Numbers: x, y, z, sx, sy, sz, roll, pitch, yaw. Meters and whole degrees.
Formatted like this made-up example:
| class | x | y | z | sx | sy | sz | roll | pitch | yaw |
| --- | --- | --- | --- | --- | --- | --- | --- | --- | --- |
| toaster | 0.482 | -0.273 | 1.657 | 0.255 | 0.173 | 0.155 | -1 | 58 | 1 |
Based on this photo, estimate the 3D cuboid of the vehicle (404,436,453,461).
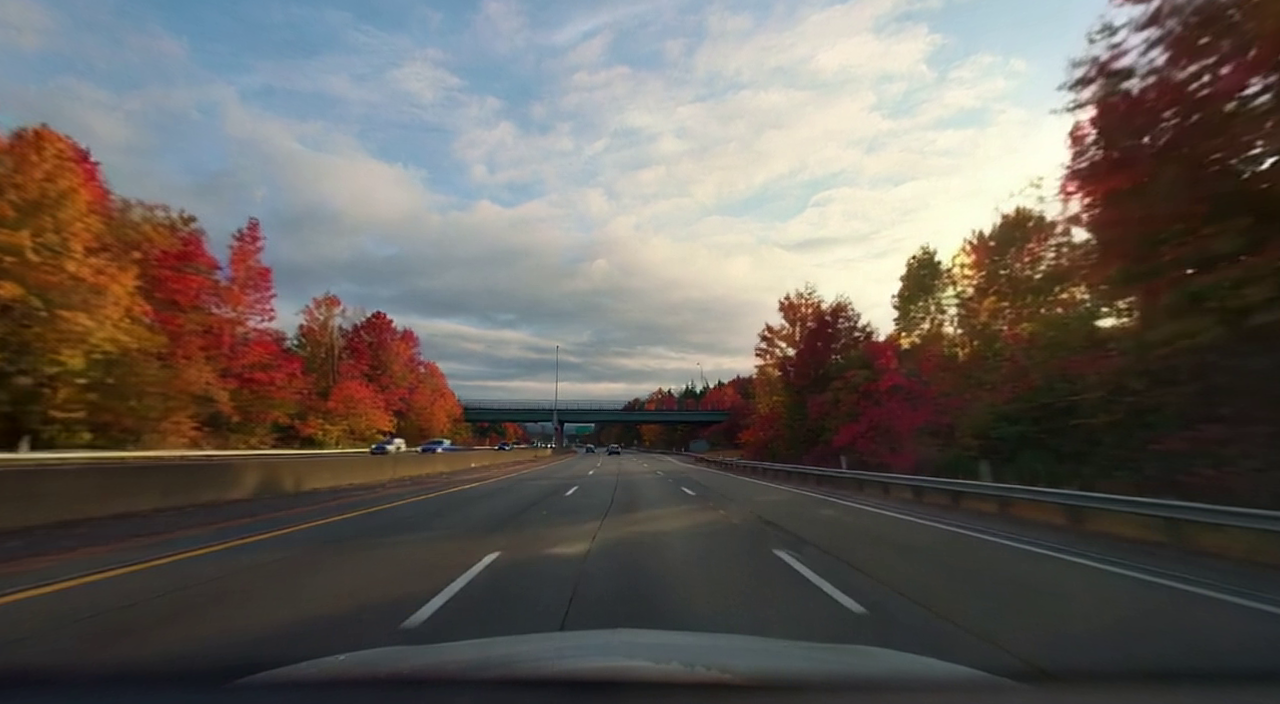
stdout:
| class | x | y | z | sx | sy | sz | roll | pitch | yaw |
| --- | --- | --- | --- | --- | --- | --- | --- | --- | --- |
| vehicle | -13.642 | 6.261 | 40.590 | 1.881 | 1.494 | 3.879 | 1 | -9 | -2 |

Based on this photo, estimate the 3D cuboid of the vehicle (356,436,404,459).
| class | x | y | z | sx | sy | sz | roll | pitch | yaw |
| --- | --- | --- | --- | --- | --- | --- | --- | --- | --- |
| vehicle | -18.080 | 6.671 | 43.735 | 1.740 | 1.476 | 3.752 | 0 | -9 | -2 |
